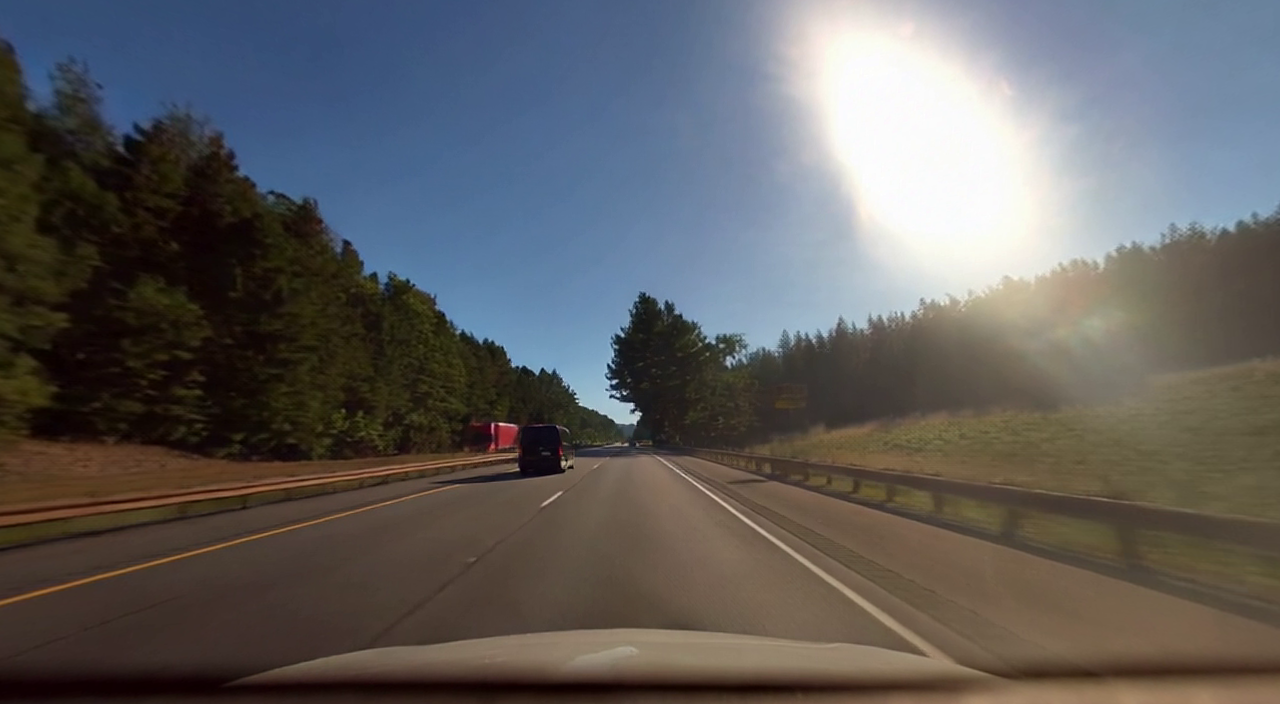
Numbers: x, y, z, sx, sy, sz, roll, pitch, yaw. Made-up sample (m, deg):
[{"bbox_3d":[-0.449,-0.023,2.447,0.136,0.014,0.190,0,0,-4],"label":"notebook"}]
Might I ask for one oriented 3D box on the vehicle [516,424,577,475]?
[{"bbox_3d":[-4.040,4.290,27.936,1.976,2.029,4.737,-1,-8,0],"label":"vehicle"}]
